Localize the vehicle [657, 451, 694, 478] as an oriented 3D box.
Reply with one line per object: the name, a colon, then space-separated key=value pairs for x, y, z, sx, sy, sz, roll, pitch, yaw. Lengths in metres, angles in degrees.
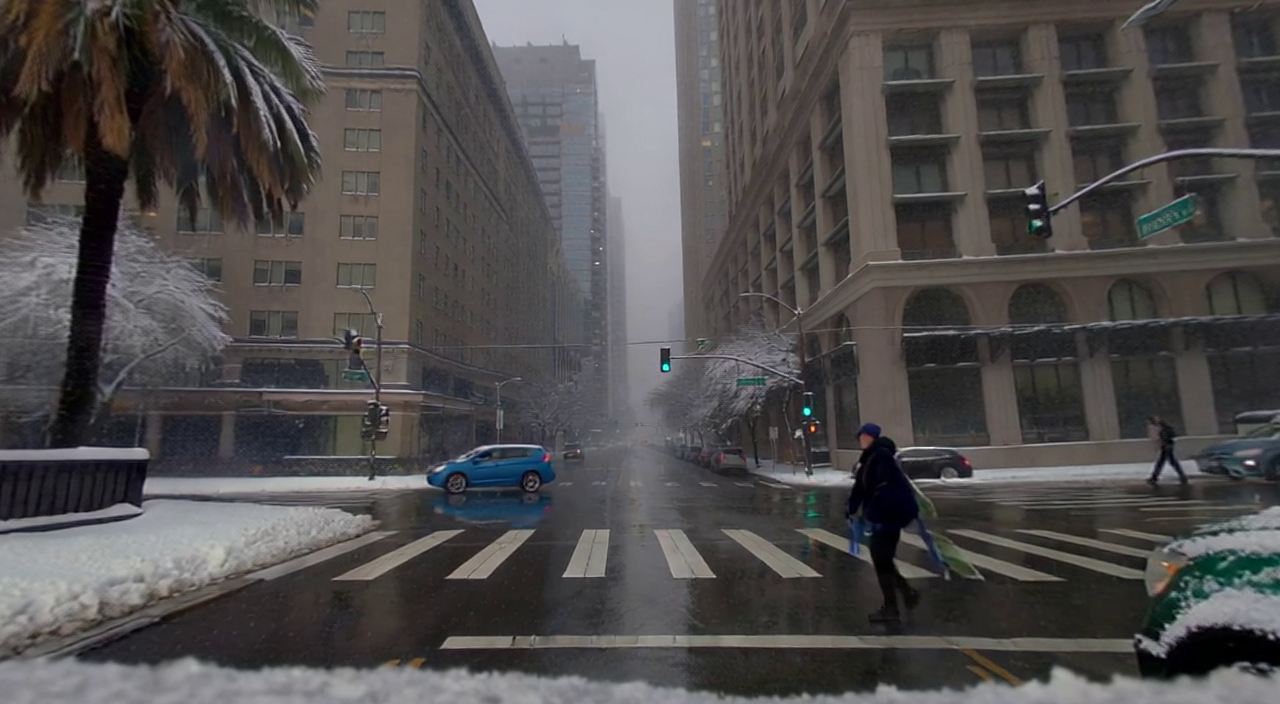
vehicle: x=2.522 y=8.228 z=46.550 sx=2.325 sy=1.810 sz=4.827 roll=0 pitch=-8 yaw=-1

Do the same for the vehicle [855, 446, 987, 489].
vehicle: x=10.699 y=4.426 z=24.430 sx=4.273 sy=1.525 sz=2.000 roll=-2 pitch=-9 yaw=13

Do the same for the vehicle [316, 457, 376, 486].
vehicle: x=-20.081 y=8.156 z=43.386 sx=2.043 sy=1.745 sz=4.420 roll=0 pitch=-8 yaw=-1

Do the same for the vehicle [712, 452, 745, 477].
vehicle: x=6.490 y=8.270 z=46.807 sx=2.176 sy=1.690 sz=4.138 roll=-1 pitch=-8 yaw=4

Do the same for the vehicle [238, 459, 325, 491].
vehicle: x=-19.956 y=6.857 z=35.430 sx=2.069 sy=1.540 sz=4.774 roll=0 pitch=-8 yaw=0

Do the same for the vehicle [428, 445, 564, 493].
vehicle: x=-5.018 y=4.136 z=22.561 sx=4.499 sy=1.594 sz=1.898 roll=1 pitch=-9 yaw=-7
